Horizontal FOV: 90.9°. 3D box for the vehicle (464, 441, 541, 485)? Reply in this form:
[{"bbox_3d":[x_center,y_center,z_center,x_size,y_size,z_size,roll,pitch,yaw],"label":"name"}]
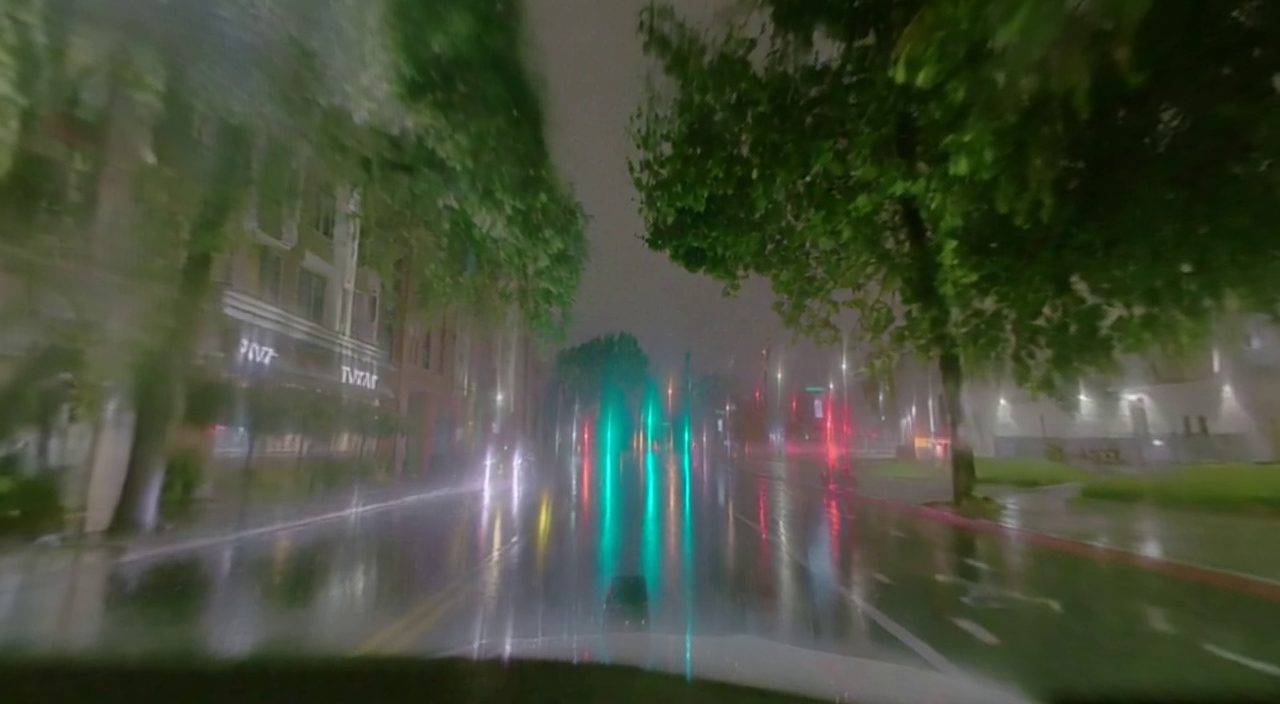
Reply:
[{"bbox_3d":[-5.858,4.779,27.556,2.147,1.701,4.879,0,-8,1],"label":"vehicle"}]
